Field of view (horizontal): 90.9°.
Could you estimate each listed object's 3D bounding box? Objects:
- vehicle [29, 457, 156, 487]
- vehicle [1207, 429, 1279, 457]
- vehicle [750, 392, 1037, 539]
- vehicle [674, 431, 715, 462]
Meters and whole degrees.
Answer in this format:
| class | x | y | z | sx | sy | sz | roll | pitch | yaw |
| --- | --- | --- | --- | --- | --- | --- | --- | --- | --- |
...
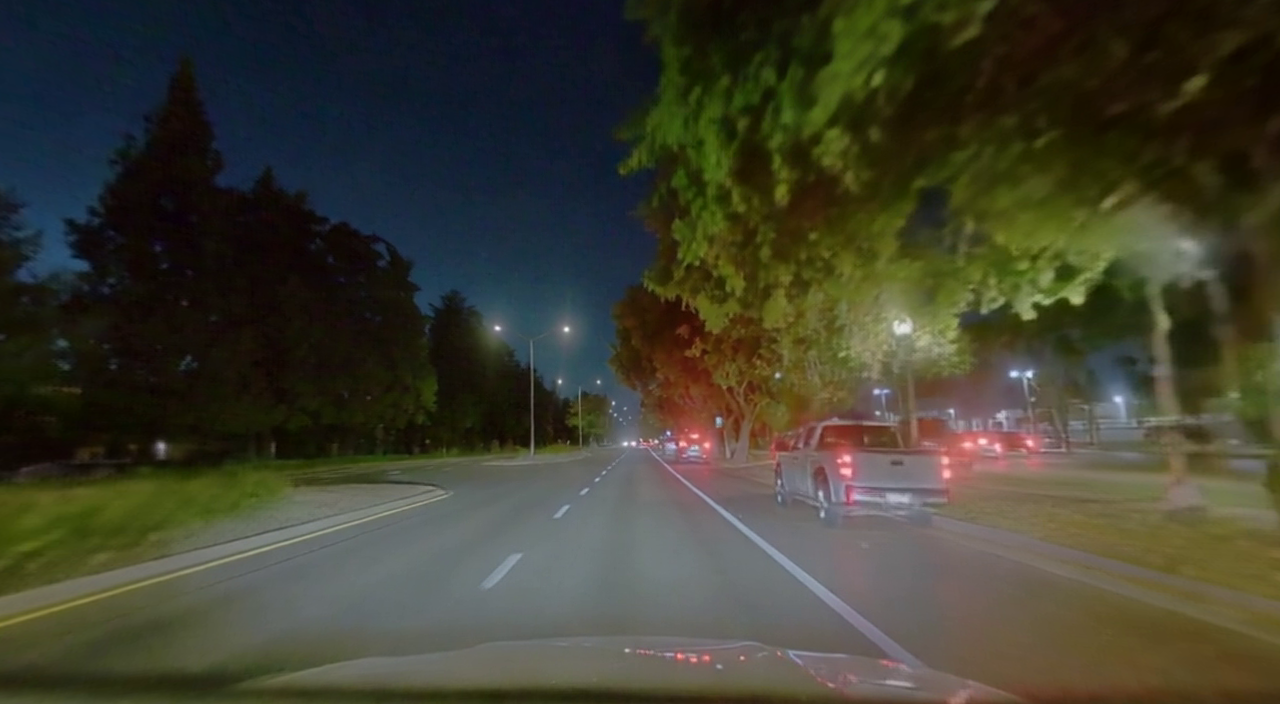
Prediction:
| class | x | y | z | sx | sy | sz | roll | pitch | yaw |
| --- | --- | --- | --- | --- | --- | --- | --- | --- | --- |
| vehicle | -29.045 | 6.376 | 33.565 | 4.719 | 1.433 | 1.995 | 0 | -8 | -5 |
| vehicle | 38.484 | 5.645 | 39.350 | 1.870 | 1.514 | 4.544 | -5 | -8 | -1 |
| vehicle | 3.799 | 1.862 | 11.010 | 2.493 | 1.896 | 5.433 | 0 | -8 | -3 |
| vehicle | 3.456 | 6.076 | 40.534 | 2.144 | 1.848 | 4.159 | 0 | -8 | -2 |
